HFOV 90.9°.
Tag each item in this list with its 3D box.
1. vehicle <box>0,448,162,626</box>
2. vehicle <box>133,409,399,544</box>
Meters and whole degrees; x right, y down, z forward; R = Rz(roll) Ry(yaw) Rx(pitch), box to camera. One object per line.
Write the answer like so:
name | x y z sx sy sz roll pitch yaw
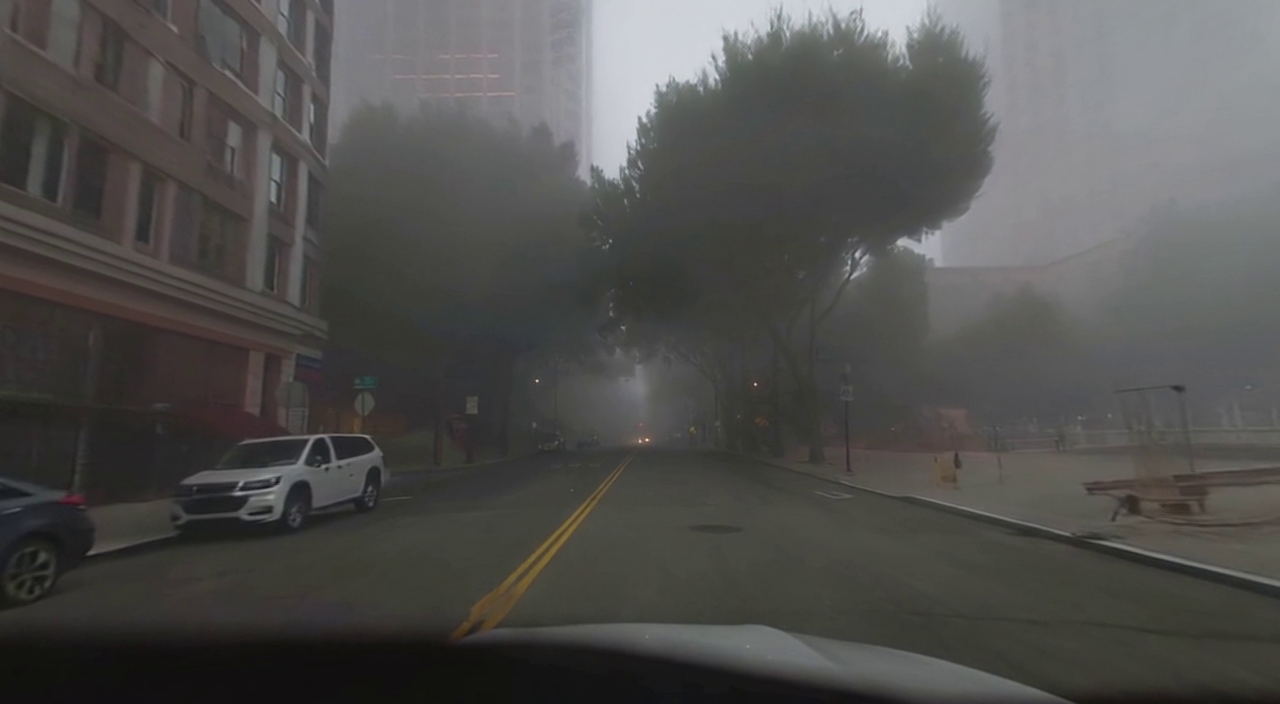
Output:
vehicle | -6.735 1.626 5.008 2.270 1.539 4.855 -4 -9 -2
vehicle | -6.668 2.272 12.127 2.273 1.871 4.920 -4 -9 -2
